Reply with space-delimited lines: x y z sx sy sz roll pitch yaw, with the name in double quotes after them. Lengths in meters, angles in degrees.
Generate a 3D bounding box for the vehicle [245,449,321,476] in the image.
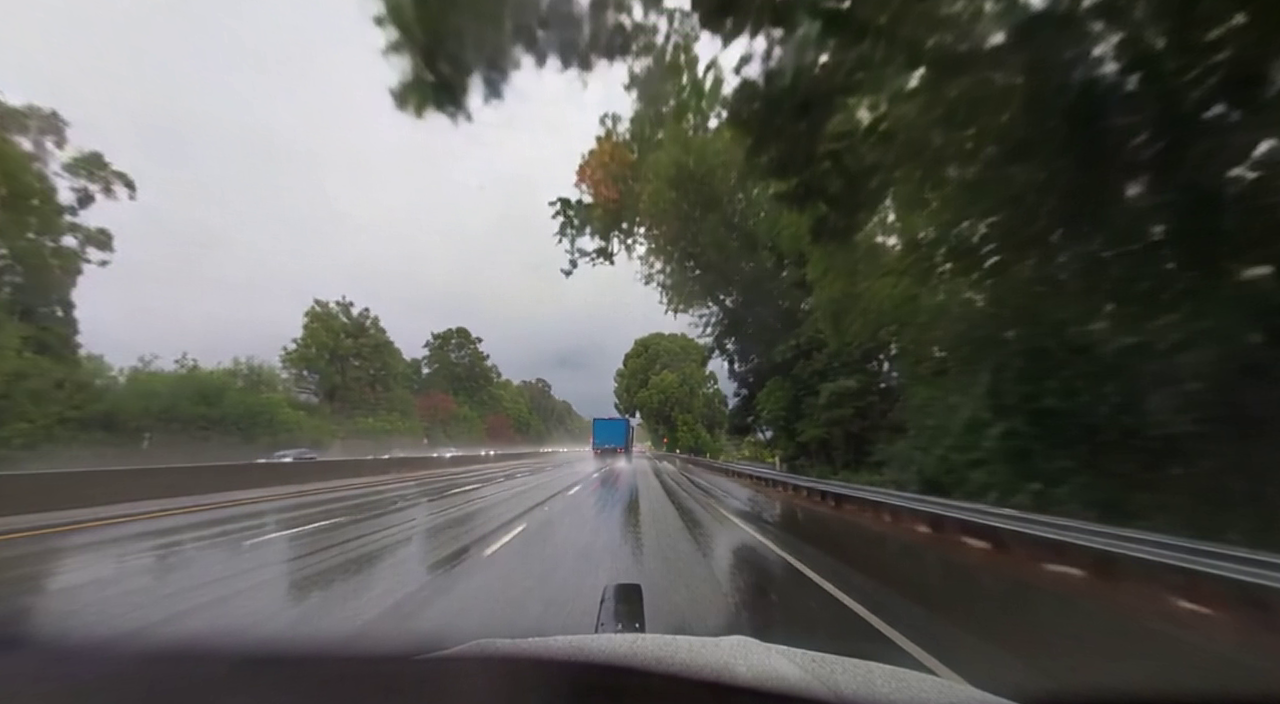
-21.633 6.691 38.531 1.965 1.537 4.609 0 -9 0 "vehicle"
